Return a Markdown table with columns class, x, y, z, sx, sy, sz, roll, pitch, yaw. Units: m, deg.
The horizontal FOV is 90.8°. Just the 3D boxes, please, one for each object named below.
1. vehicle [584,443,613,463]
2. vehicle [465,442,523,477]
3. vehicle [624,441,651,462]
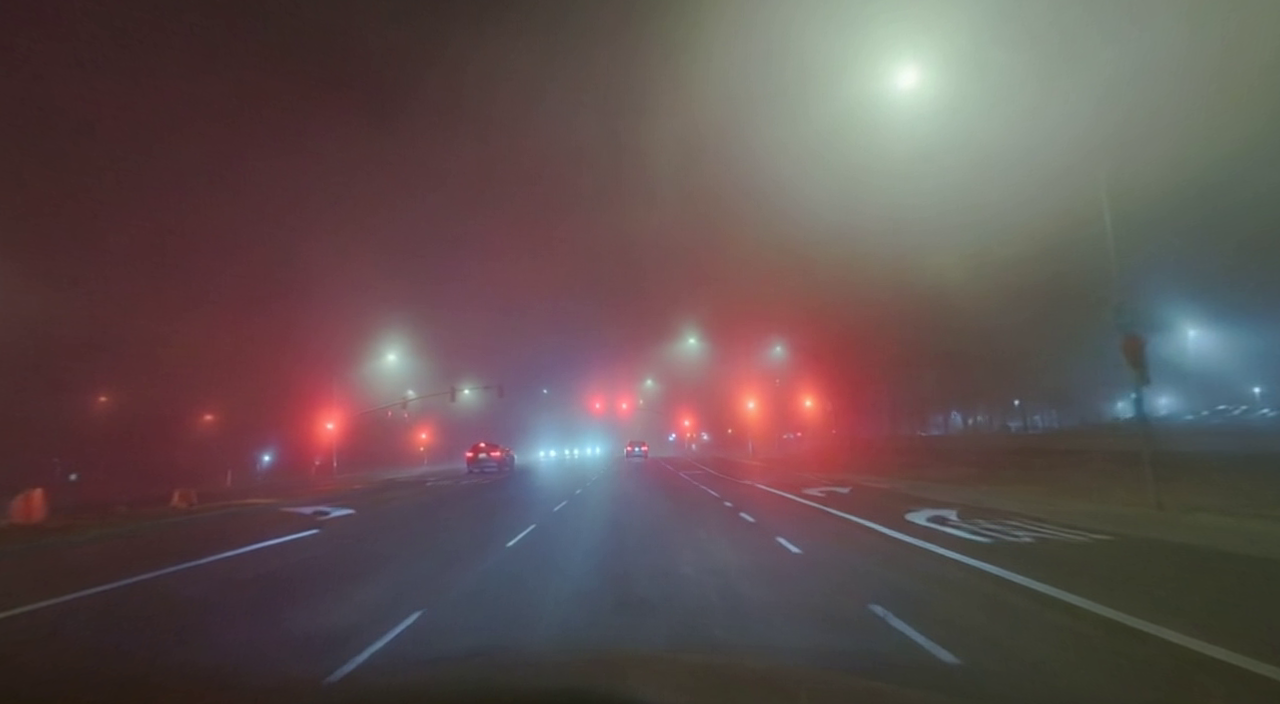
| class | x | y | z | sx | sy | sz | roll | pitch | yaw |
| --- | --- | --- | --- | --- | --- | --- | --- | --- | --- |
| vehicle | -3.243 | 7.900 | 49.577 | 1.946 | 1.437 | 4.154 | 0 | -9 | 1 |
| vehicle | -7.002 | 5.182 | 30.675 | 1.869 | 1.570 | 4.064 | 0 | -9 | -1 |
| vehicle | -0.155 | 7.633 | 48.684 | 1.985 | 1.521 | 3.968 | 0 | -9 | 0 |
